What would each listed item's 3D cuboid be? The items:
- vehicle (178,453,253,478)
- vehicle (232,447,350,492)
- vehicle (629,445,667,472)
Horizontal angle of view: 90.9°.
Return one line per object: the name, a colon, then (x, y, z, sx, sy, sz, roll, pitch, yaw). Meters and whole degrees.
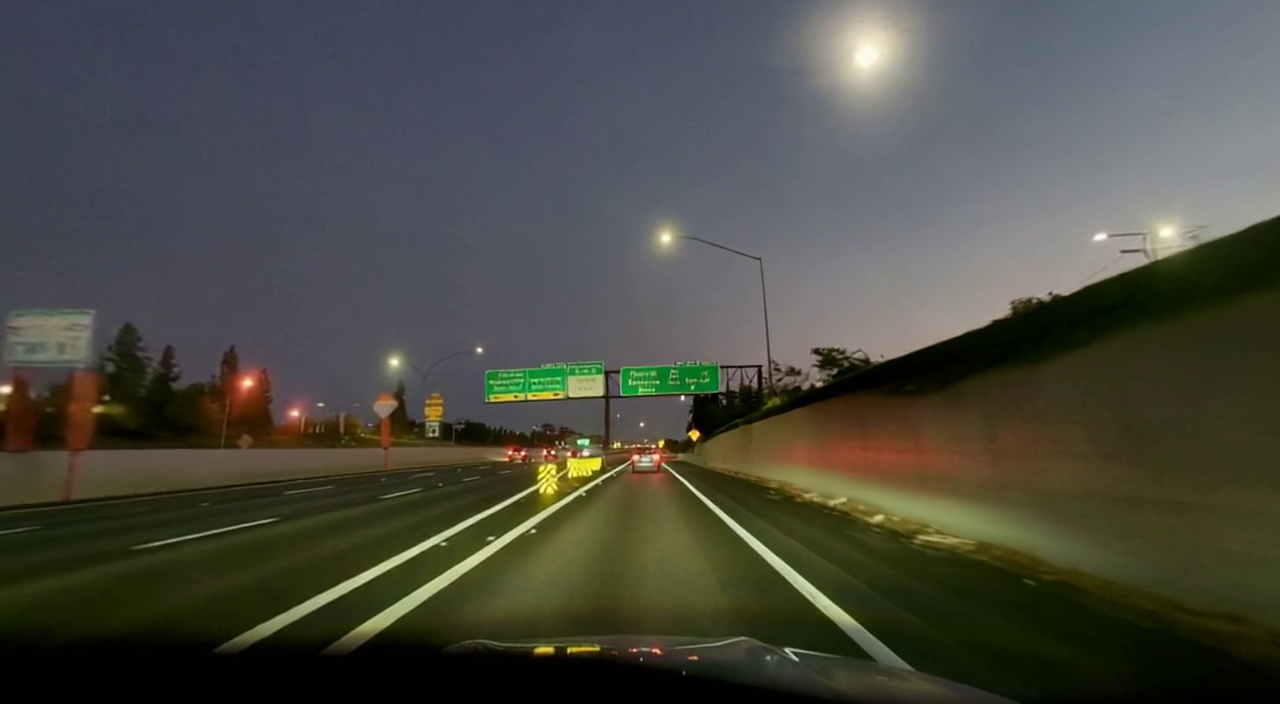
vehicle: (-28.540, 7.625, 42.562, 1.988, 1.517, 4.641, 0, -8, -2)
vehicle: (-13.108, 4.402, 24.063, 1.946, 1.461, 4.602, 0, -8, -1)
vehicle: (0.406, 6.232, 37.166, 2.137, 1.461, 3.999, 0, -8, -1)
